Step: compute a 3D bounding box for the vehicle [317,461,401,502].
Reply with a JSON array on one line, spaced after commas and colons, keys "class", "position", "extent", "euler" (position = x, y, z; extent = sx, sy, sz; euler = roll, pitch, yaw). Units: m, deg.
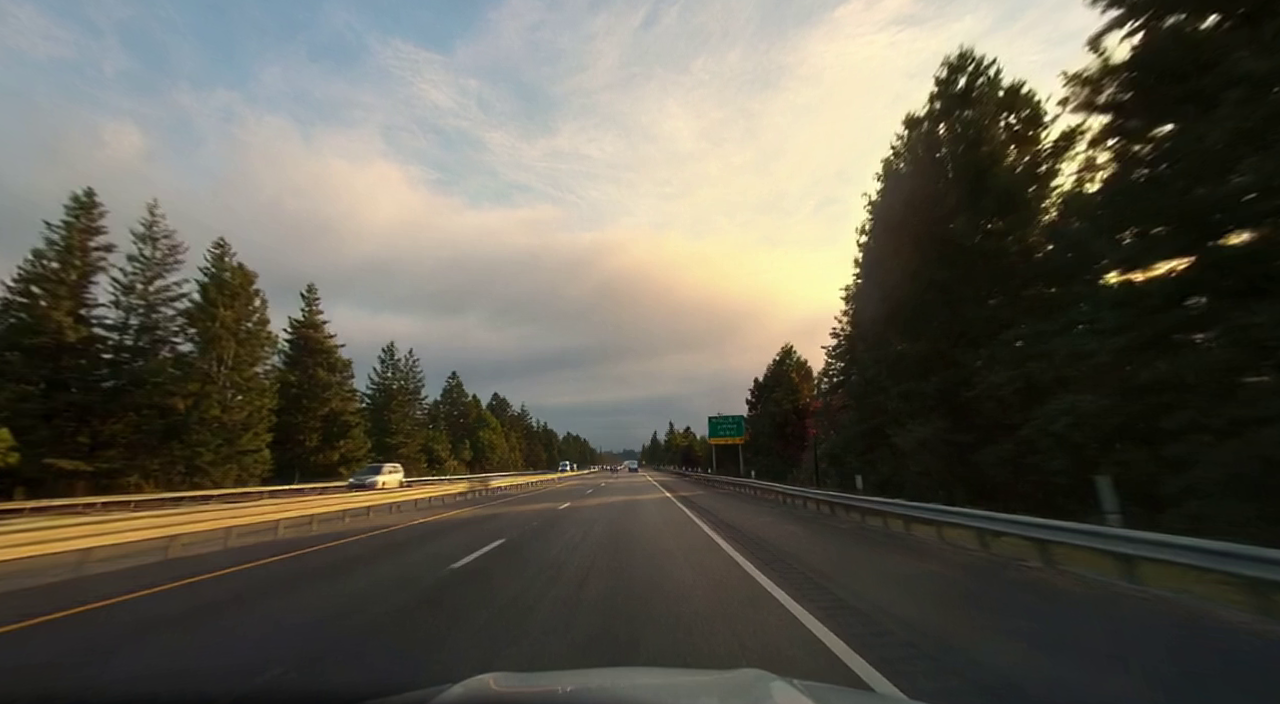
[{"class": "vehicle", "position": [-13.227, 6.117, 29.994], "extent": [1.936, 1.728, 4.486], "euler": [1, -11, 0]}]
